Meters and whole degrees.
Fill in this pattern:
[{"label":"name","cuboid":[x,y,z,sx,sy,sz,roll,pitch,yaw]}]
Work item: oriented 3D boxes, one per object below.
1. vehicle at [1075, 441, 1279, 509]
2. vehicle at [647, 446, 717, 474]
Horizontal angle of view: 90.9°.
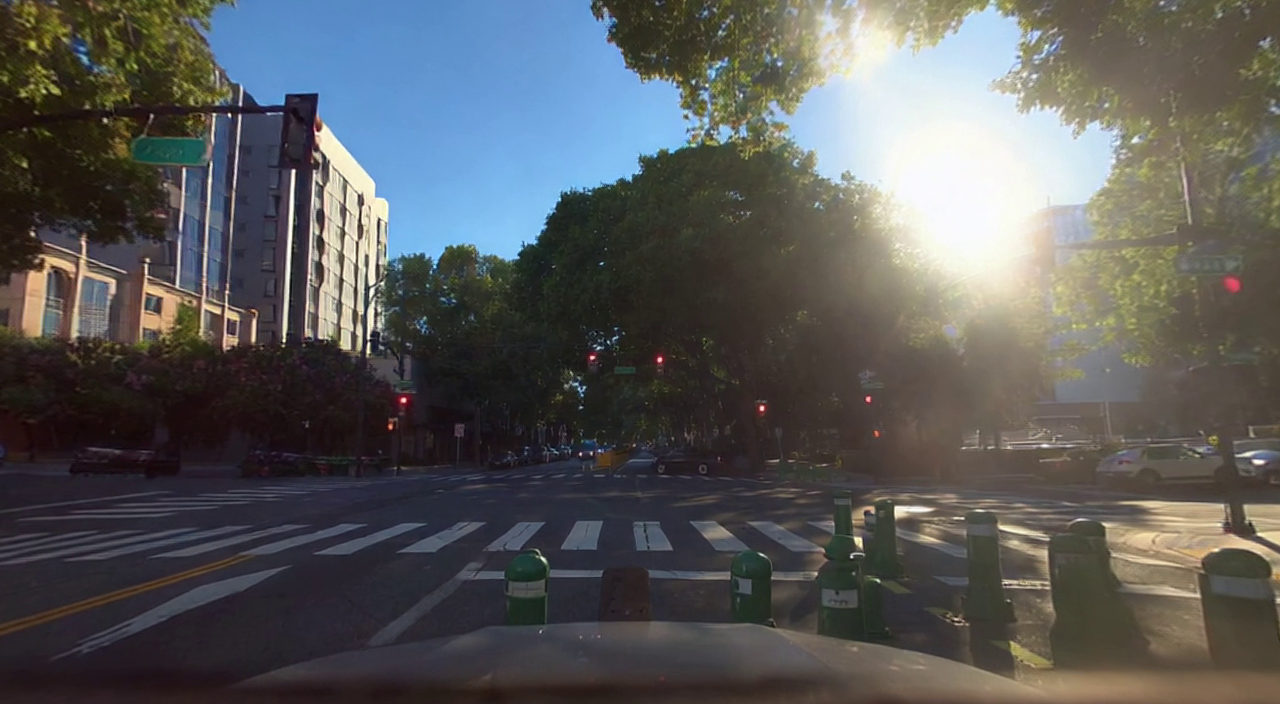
[{"label":"vehicle","cuboid":[13.005,2.795,14.565,4.424,1.436,1.804,-1,-9,6]},{"label":"vehicle","cuboid":[2.449,6.401,37.638,1.972,1.522,4.368,5,-10,-32]}]
